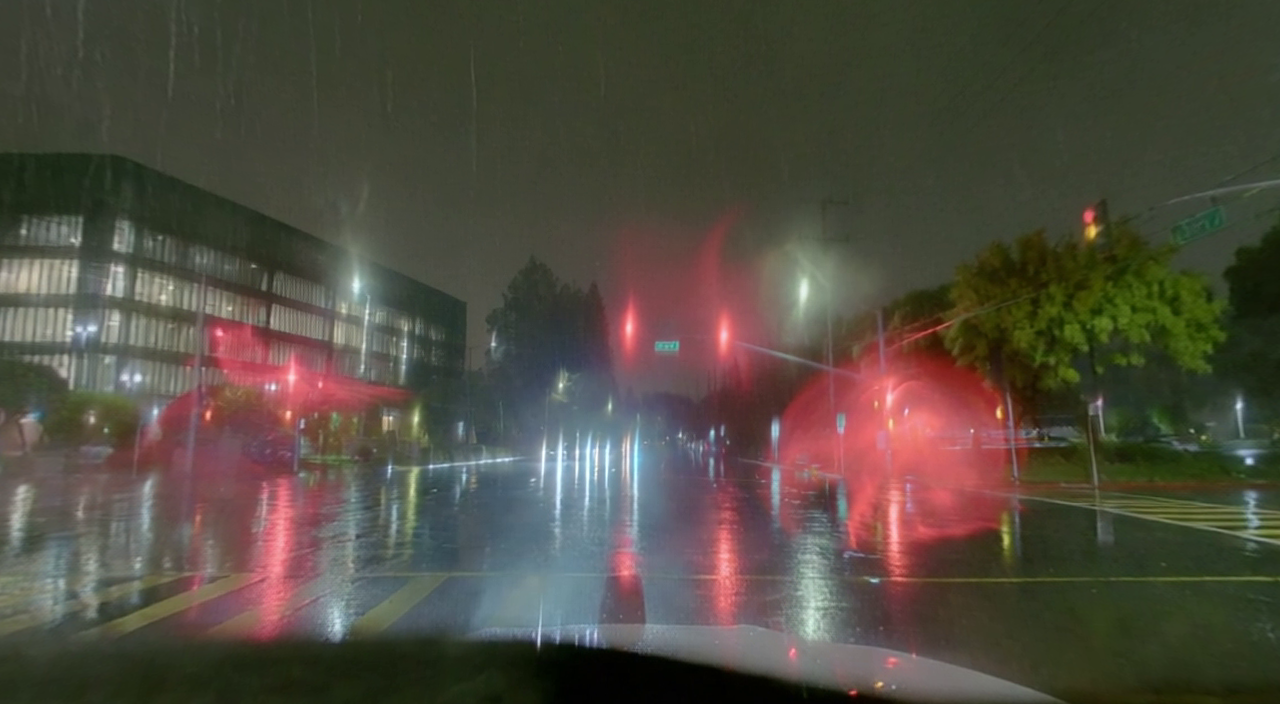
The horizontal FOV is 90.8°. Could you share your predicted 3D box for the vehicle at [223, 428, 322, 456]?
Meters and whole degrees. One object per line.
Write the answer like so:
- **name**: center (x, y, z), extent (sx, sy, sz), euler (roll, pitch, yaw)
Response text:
- **vehicle**: center (-22.406, 5.513, 38.690), extent (4.765, 1.593, 1.891), euler (1, -9, -8)
